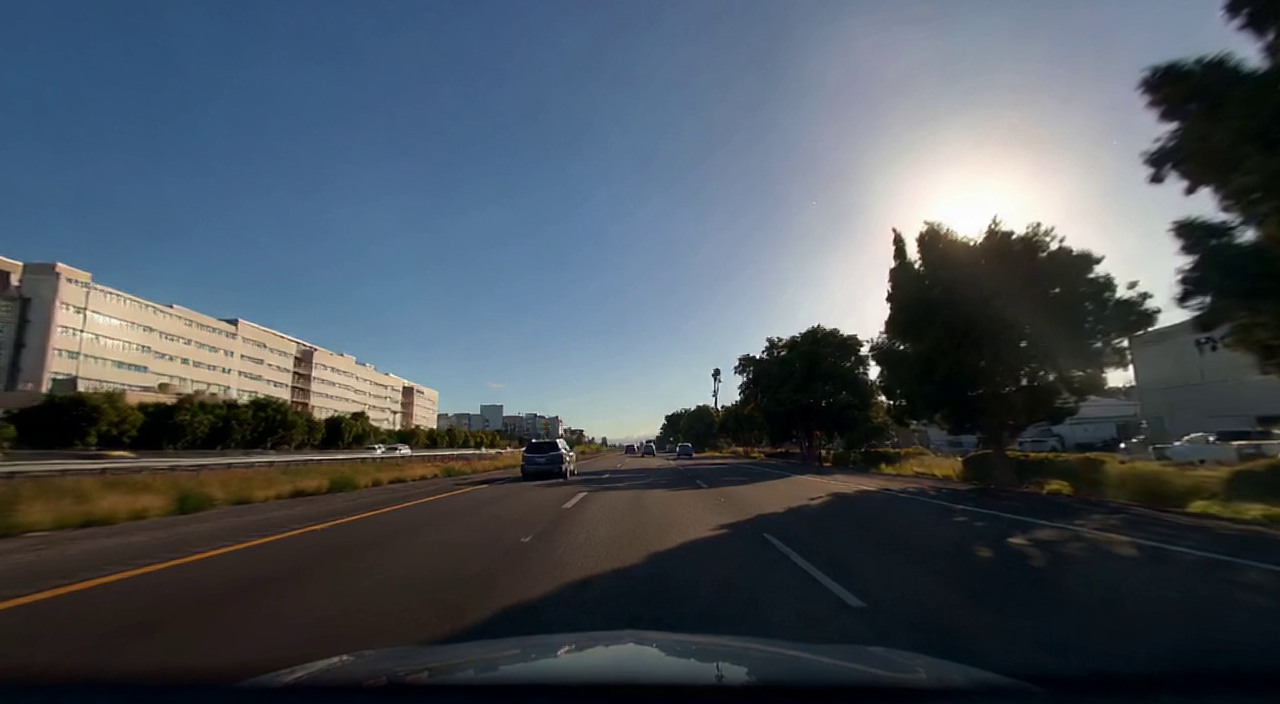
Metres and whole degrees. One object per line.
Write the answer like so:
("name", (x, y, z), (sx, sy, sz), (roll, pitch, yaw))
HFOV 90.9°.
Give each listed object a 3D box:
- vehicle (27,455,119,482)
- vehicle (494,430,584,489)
("vehicle", (-31.772, 6.525, 35.482), (1.692, 1.333, 3.755), (0, -9, 0))
("vehicle", (-3.433, 3.801, 22.484), (2.218, 1.850, 4.774), (0, -9, 2))
